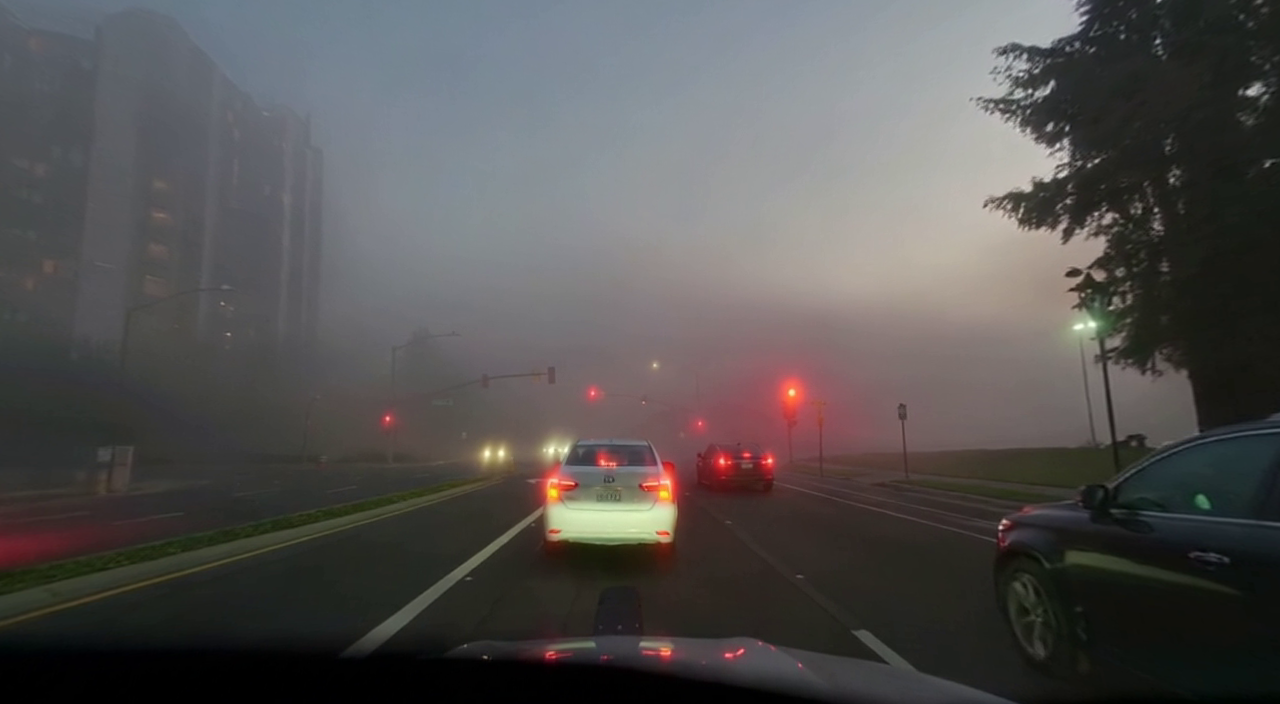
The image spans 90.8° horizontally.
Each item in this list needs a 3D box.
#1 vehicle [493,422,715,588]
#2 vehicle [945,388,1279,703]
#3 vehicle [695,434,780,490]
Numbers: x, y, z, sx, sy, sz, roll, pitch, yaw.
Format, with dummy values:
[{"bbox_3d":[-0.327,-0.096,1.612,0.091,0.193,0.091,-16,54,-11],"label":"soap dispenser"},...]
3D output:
[{"bbox_3d":[-0.350,1.658,7.576,2.006,1.487,3.535,0,-8,-1],"label":"vehicle"},{"bbox_3d":[3.152,0.884,2.295,1.910,1.474,4.263,0,-8,-1],"label":"vehicle"},{"bbox_3d":[2.929,3.396,19.878,1.874,1.556,4.116,0,-8,-2],"label":"vehicle"}]
